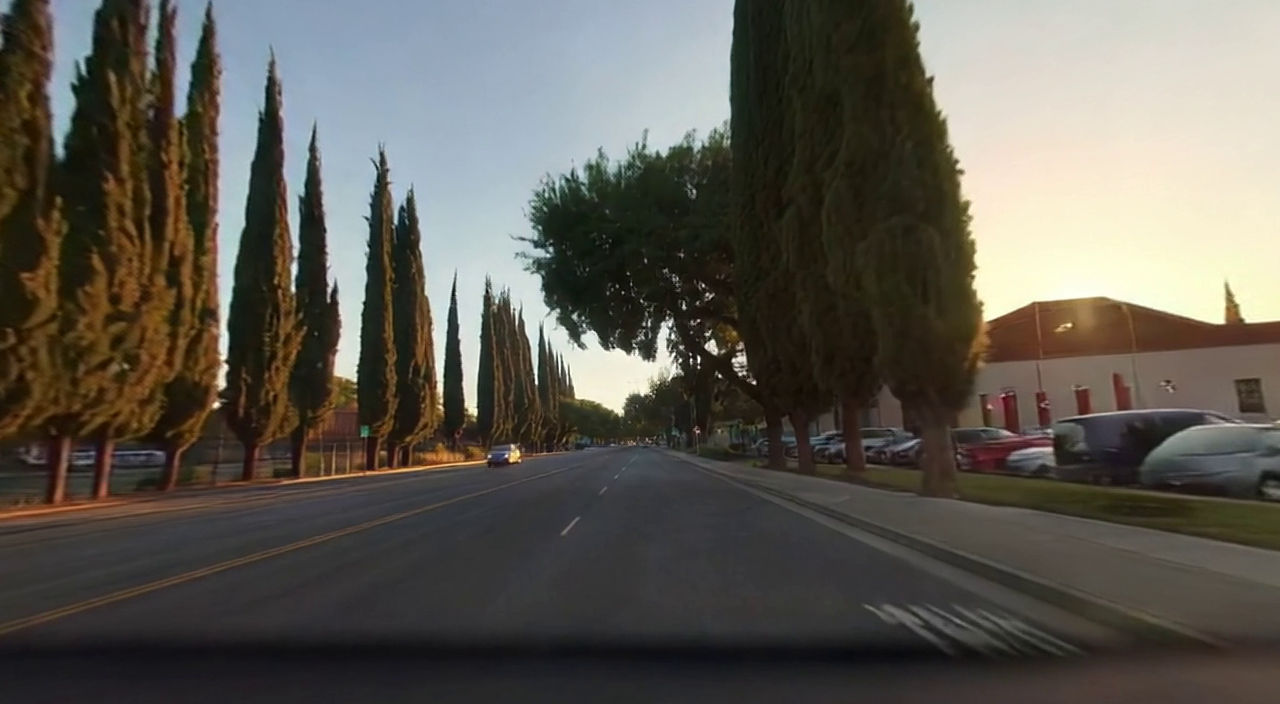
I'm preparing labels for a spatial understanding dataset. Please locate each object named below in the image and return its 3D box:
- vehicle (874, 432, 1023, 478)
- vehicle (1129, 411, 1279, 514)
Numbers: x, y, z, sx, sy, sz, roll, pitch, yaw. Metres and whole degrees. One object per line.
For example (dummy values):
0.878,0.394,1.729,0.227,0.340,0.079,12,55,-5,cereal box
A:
11.308,3.793,23.371,4.522,1.499,1.871,1,-9,2,vehicle
10.862,1.777,10.438,3.933,1.521,1.865,0,-8,-1,vehicle
